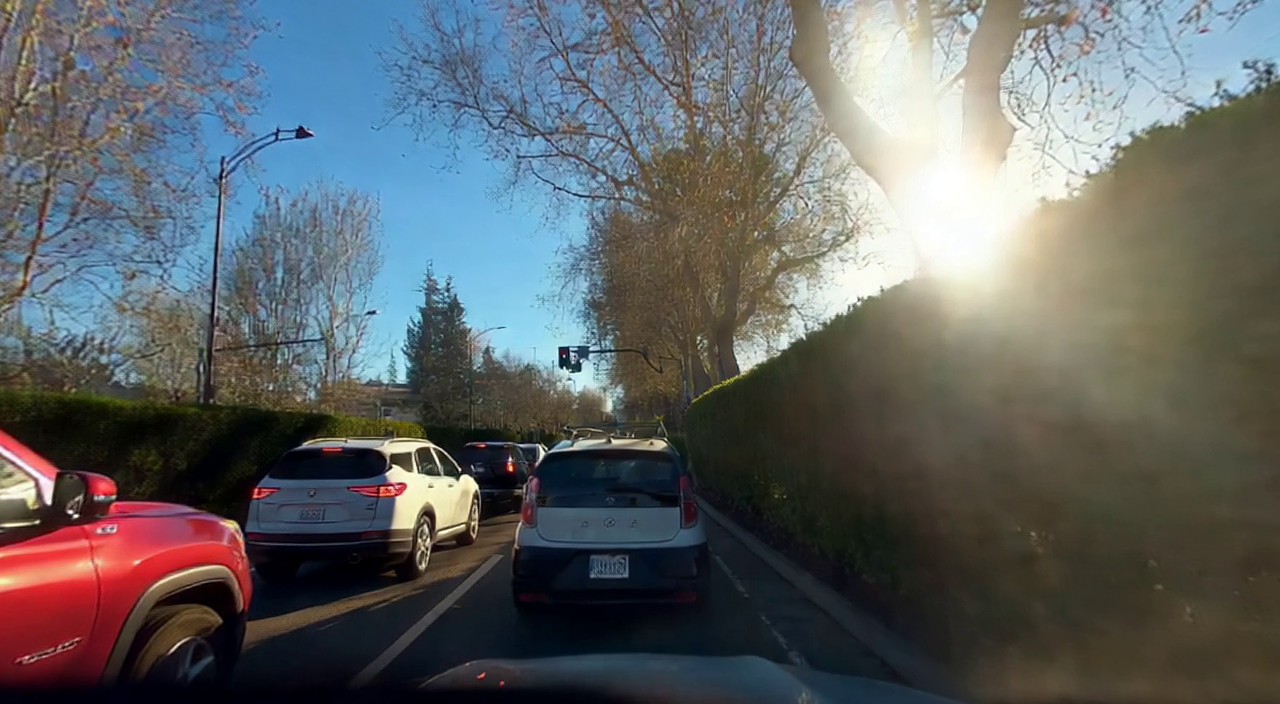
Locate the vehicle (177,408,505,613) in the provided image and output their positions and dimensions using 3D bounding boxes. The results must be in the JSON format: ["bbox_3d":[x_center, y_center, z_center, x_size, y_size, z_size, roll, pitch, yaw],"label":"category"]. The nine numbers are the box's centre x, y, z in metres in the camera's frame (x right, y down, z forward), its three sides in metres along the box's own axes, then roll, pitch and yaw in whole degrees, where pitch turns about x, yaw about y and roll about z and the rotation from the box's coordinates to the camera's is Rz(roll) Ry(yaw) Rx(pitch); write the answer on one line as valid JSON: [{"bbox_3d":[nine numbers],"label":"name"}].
[{"bbox_3d":[-3.412,1.848,8.308,2.256,1.728,4.421,-6,-8,-2],"label":"vehicle"}]

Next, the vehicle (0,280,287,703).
[{"bbox_3d":[-3.286,0.669,1.261,2.205,1.913,5.327,-6,-8,-2],"label":"vehicle"}]

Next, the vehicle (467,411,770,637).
[{"bbox_3d":[-0.181,1.544,6.564,2.154,1.581,4.007,0,-9,-1],"label":"vehicle"}]
